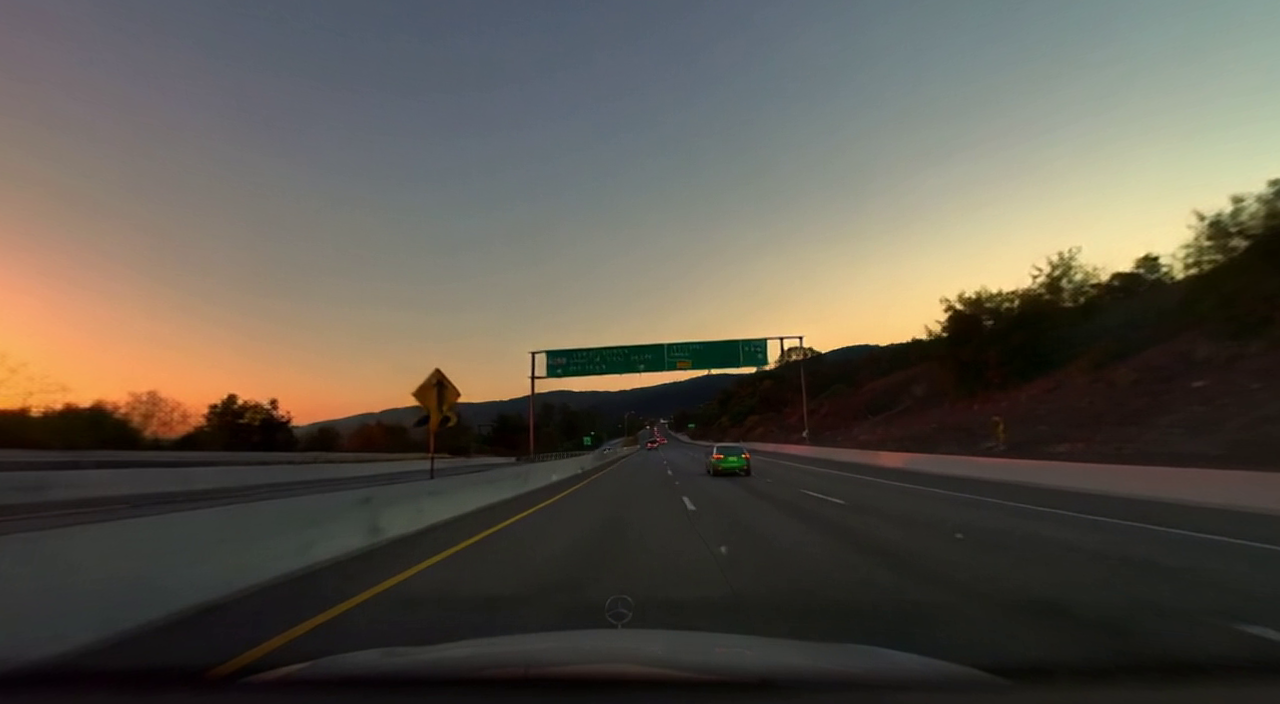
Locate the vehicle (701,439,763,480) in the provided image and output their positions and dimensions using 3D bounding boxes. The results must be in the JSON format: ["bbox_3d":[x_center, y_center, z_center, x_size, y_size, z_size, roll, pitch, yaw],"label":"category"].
[{"bbox_3d":[3.631,4.305,25.579,1.874,1.506,4.116,0,-8,0],"label":"vehicle"}]
